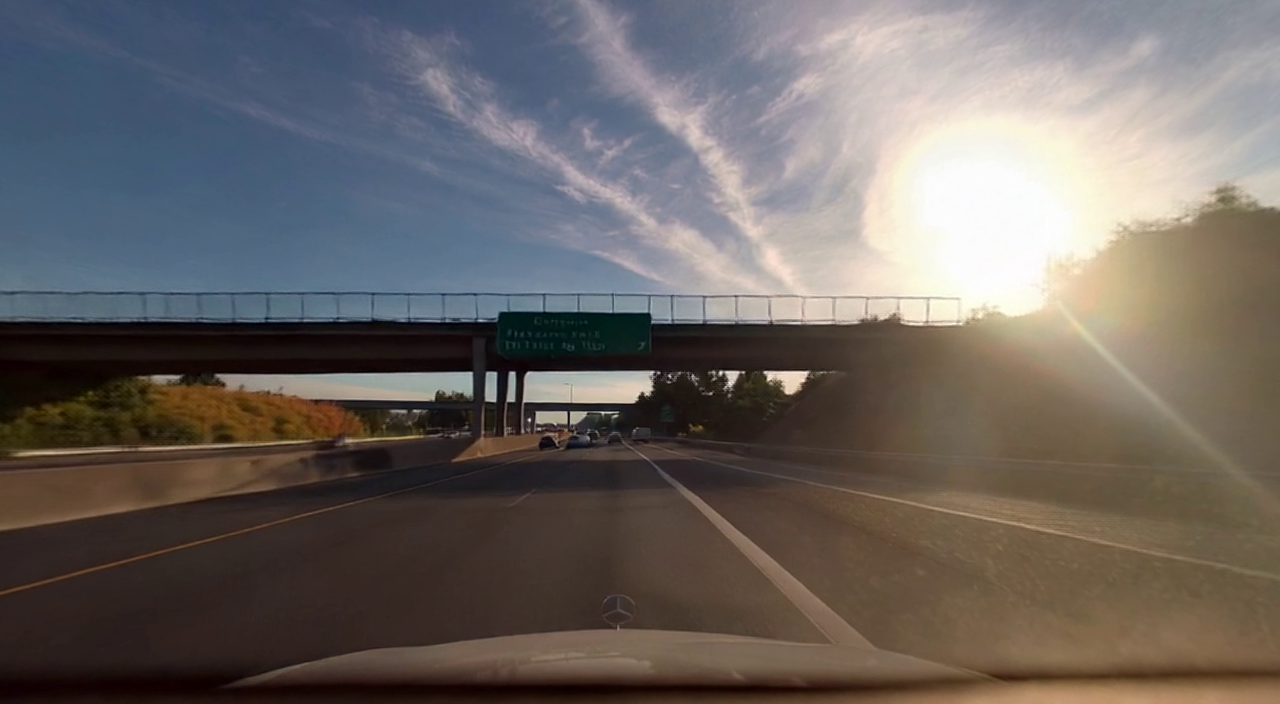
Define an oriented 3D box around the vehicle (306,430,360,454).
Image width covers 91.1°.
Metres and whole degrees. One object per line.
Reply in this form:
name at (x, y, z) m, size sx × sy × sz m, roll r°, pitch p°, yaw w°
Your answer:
vehicle at (-22.430, 6.562, 46.117) m, size 1.946 × 1.673 × 4.223 m, roll 0°, pitch -8°, yaw -2°
